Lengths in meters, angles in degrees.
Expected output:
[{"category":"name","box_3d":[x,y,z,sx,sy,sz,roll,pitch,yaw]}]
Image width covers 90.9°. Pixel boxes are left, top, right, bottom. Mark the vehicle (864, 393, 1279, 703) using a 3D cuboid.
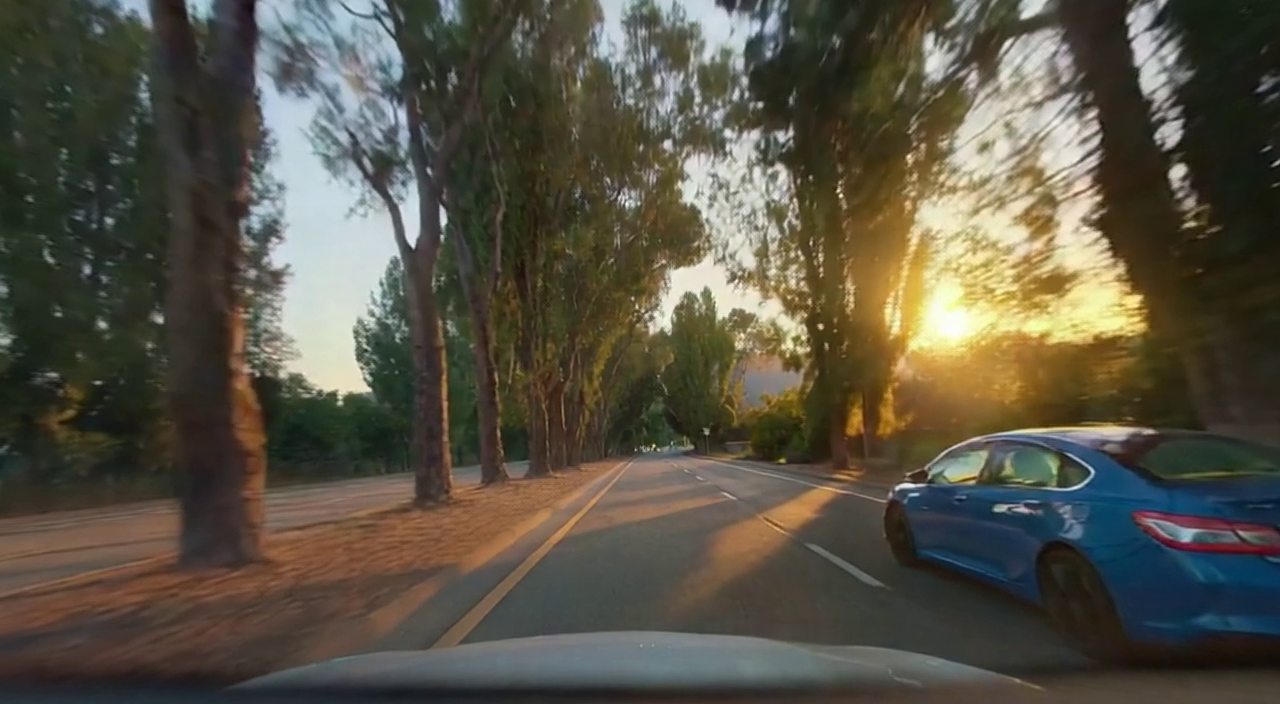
[{"category":"vehicle","box_3d":[3.682,1.280,4.937,2.061,1.503,4.823,0,-9,0]}]
